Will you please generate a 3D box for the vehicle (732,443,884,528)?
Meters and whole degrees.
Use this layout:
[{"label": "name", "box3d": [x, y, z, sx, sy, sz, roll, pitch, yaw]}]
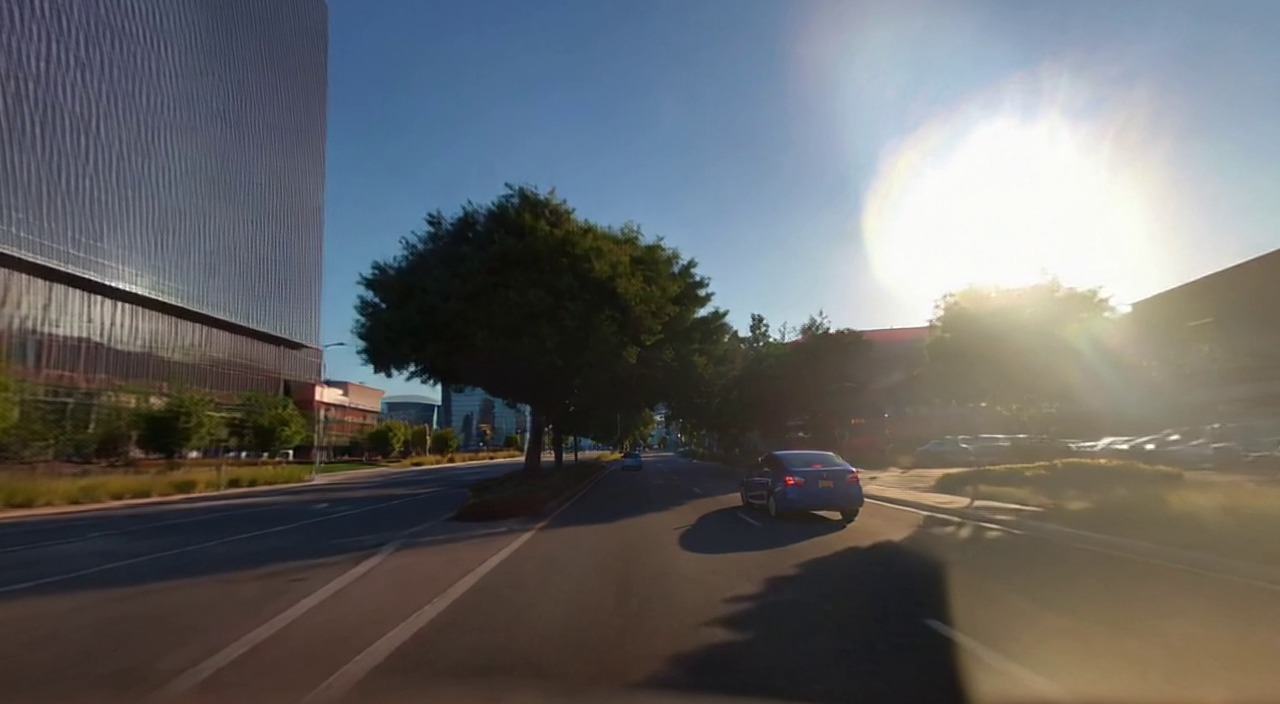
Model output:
[{"label": "vehicle", "box3d": [3.328, 2.734, 13.425, 1.993, 1.501, 4.127, 0, -9, -2]}]
